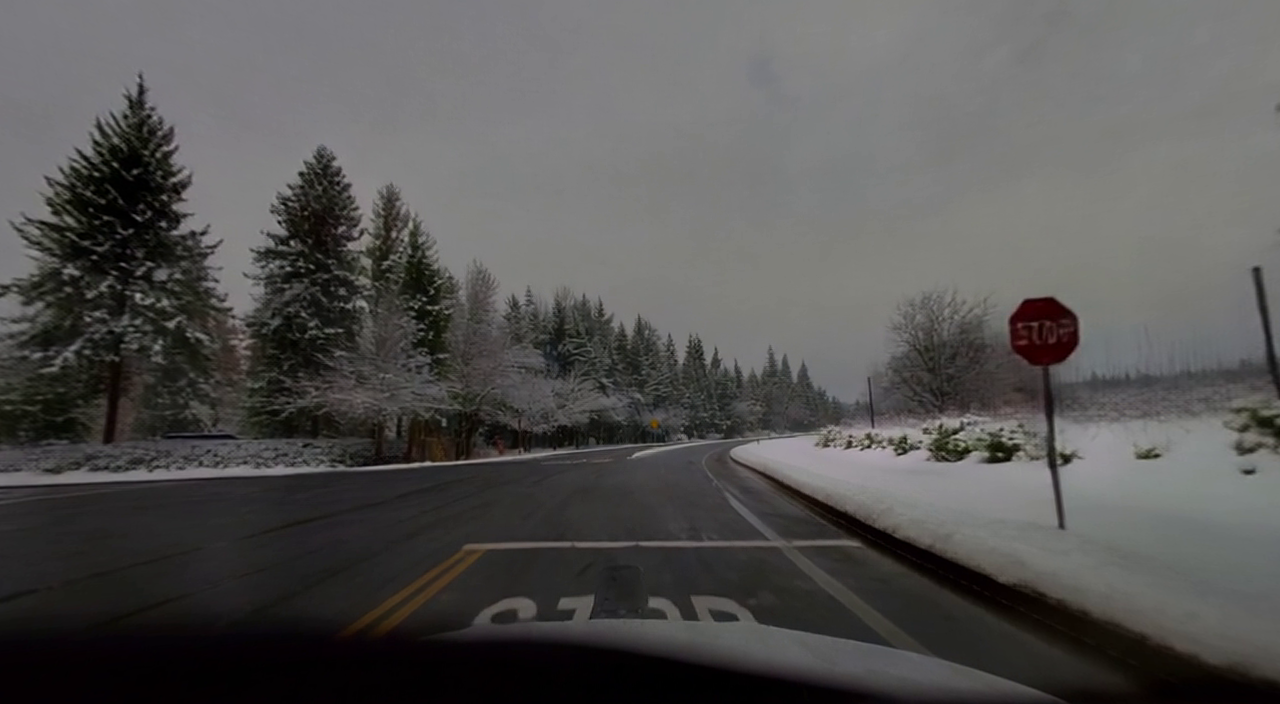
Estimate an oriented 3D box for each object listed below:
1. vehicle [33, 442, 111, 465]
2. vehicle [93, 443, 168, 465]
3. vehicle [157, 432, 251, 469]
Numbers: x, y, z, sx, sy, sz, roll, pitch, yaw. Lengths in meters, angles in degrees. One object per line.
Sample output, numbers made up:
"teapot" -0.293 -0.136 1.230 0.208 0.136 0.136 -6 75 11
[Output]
"vehicle" -44.216 7.904 49.227 4.229 1.674 1.996 -1 -9 4
"vehicle" -39.187 7.836 48.634 4.258 1.584 1.843 -1 -9 5
"vehicle" -27.821 6.265 40.391 4.733 1.892 1.939 -4 -4 3
